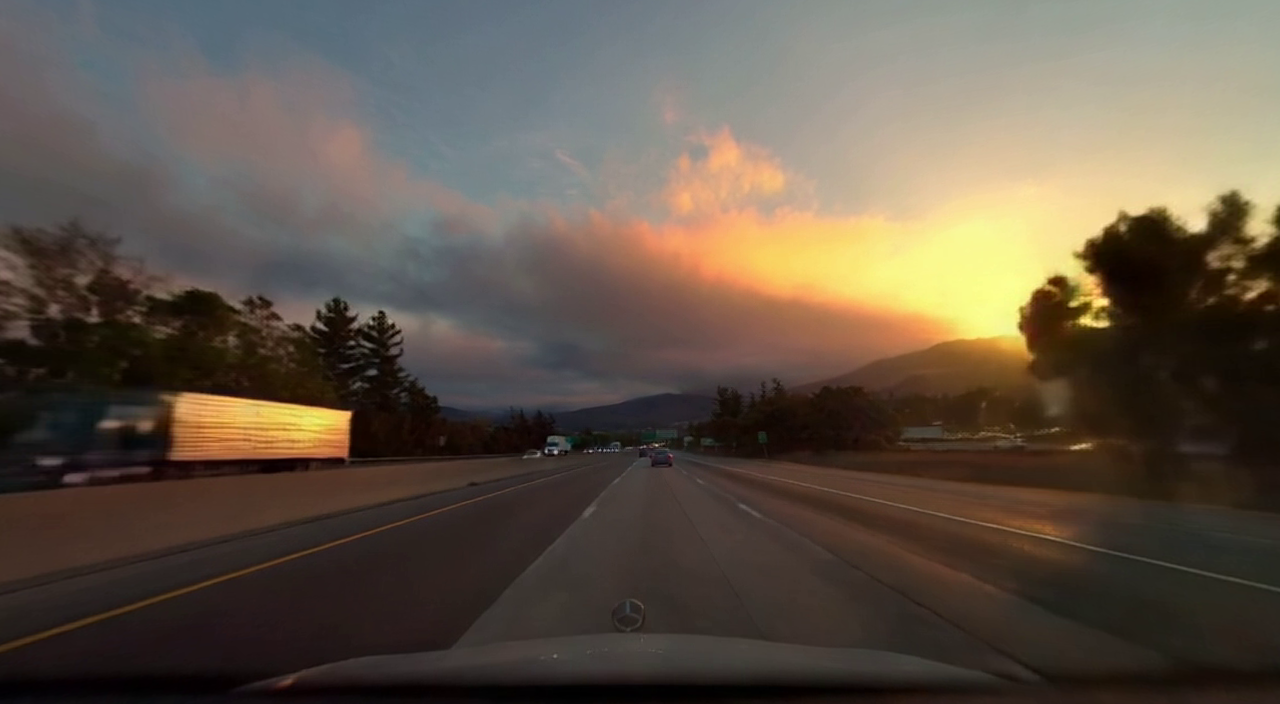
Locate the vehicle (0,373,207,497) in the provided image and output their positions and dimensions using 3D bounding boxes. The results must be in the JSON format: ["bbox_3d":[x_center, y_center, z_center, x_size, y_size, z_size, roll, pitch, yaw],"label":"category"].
[{"bbox_3d":[-19.369,3.025,22.649,3.144,3.853,5.859,0,-9,1],"label":"vehicle"}]

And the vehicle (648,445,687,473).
[{"bbox_3d":[1.671,6.741,39.881,2.231,1.652,4.503,0,-9,0],"label":"vehicle"}]
